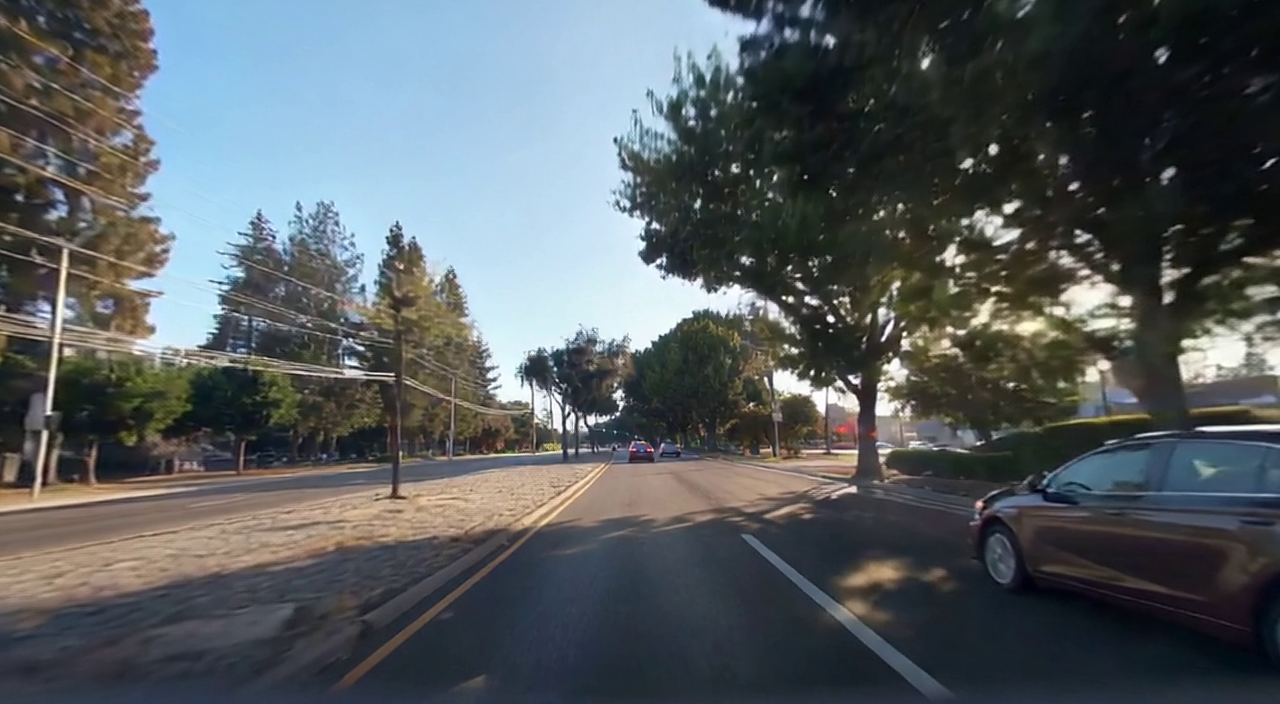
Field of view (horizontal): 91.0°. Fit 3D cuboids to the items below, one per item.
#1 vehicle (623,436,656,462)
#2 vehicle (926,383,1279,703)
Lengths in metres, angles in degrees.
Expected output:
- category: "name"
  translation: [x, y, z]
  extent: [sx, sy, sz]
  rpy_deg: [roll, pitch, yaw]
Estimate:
- category: "vehicle"
  translation: [-0.089, 7.049, 45.635]
  extent: [2.189, 1.776, 4.342]
  rpy_deg: [0, -9, -2]
- category: "vehicle"
  translation: [4.254, 1.142, 4.299]
  extent: [2.235, 1.597, 4.918]
  rpy_deg: [0, -9, -1]
